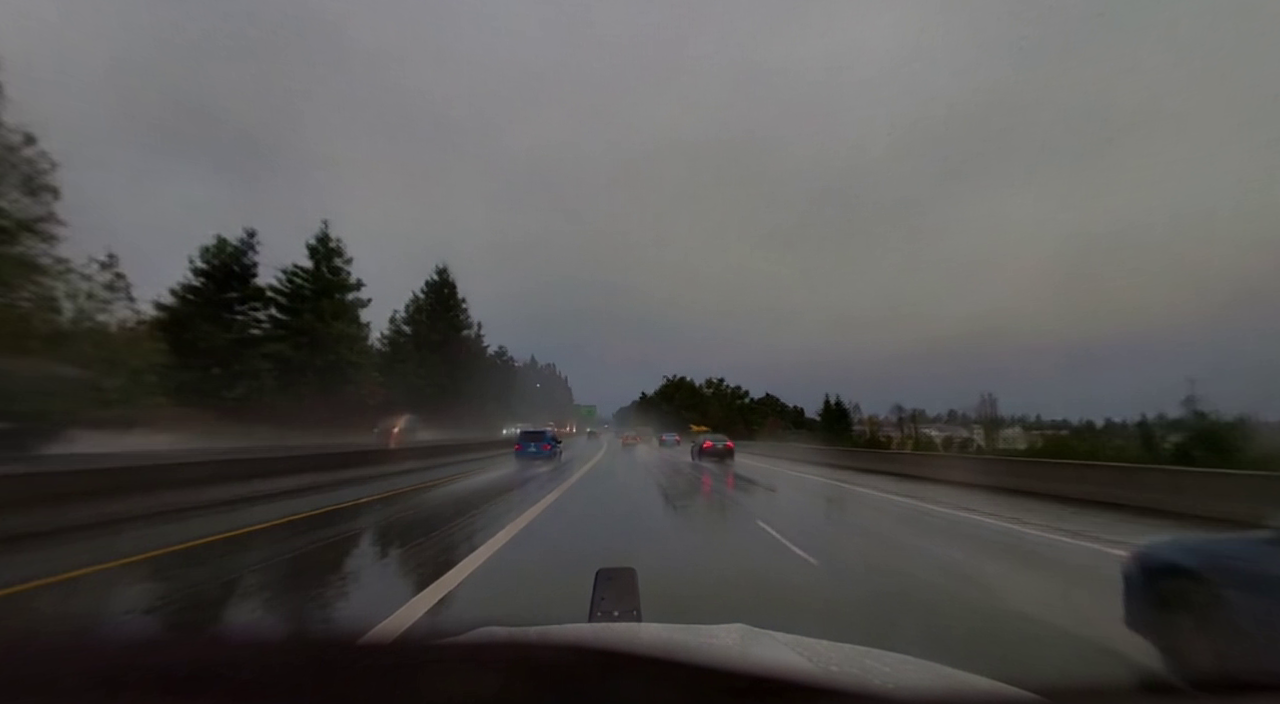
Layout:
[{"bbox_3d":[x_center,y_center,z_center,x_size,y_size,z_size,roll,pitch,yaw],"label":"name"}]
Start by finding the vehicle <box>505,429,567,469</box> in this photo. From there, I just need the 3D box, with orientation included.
[{"bbox_3d":[-4.224,3.992,26.292,1.941,1.529,4.111,0,-8,-1],"label":"vehicle"}]

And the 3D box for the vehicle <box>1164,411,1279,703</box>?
[{"bbox_3d":[3.970,0.844,1.548,1.986,1.488,3.867,0,-8,-1],"label":"vehicle"}]

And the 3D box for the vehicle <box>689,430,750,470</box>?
[{"bbox_3d":[3.267,4.099,26.560,1.883,1.536,3.792,1,-8,-3],"label":"vehicle"}]
